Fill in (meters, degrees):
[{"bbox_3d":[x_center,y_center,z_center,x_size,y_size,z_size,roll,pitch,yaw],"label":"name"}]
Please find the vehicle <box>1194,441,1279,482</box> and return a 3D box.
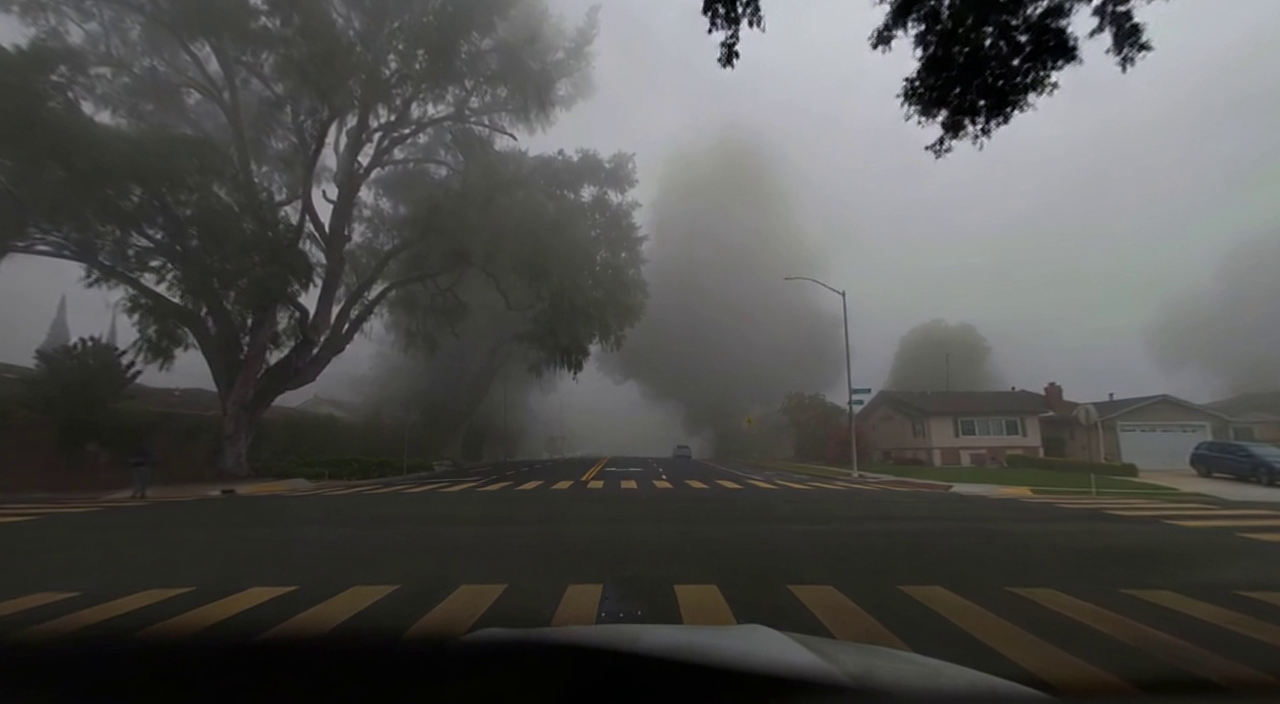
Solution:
[{"bbox_3d":[26.693,4.551,26.468,2.152,1.606,5.402,0,-9,1],"label":"vehicle"}]
